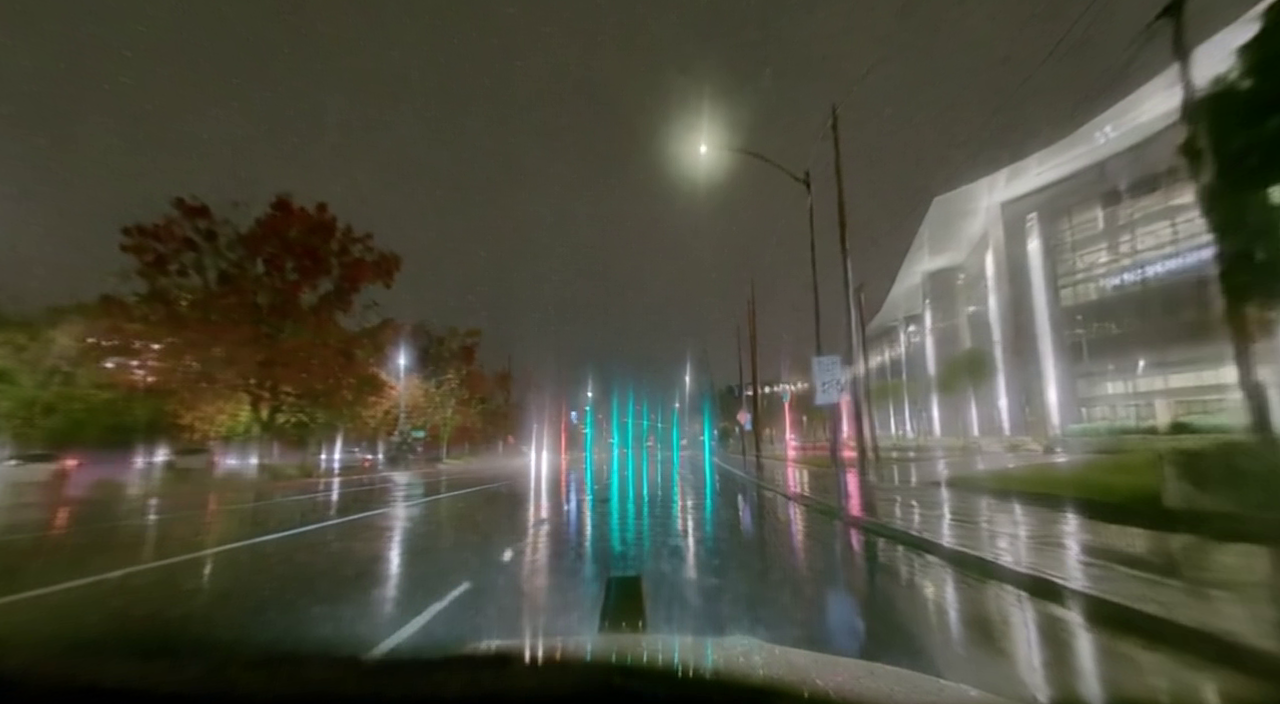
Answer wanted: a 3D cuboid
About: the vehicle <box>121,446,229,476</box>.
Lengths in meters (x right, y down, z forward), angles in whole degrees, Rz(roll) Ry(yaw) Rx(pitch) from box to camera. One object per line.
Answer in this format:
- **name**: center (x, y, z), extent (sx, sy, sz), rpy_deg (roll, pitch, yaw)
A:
- **vehicle**: center (-27.153, 6.357, 36.785), extent (4.816, 1.655, 1.928), rpy_deg (-1, -9, 3)
